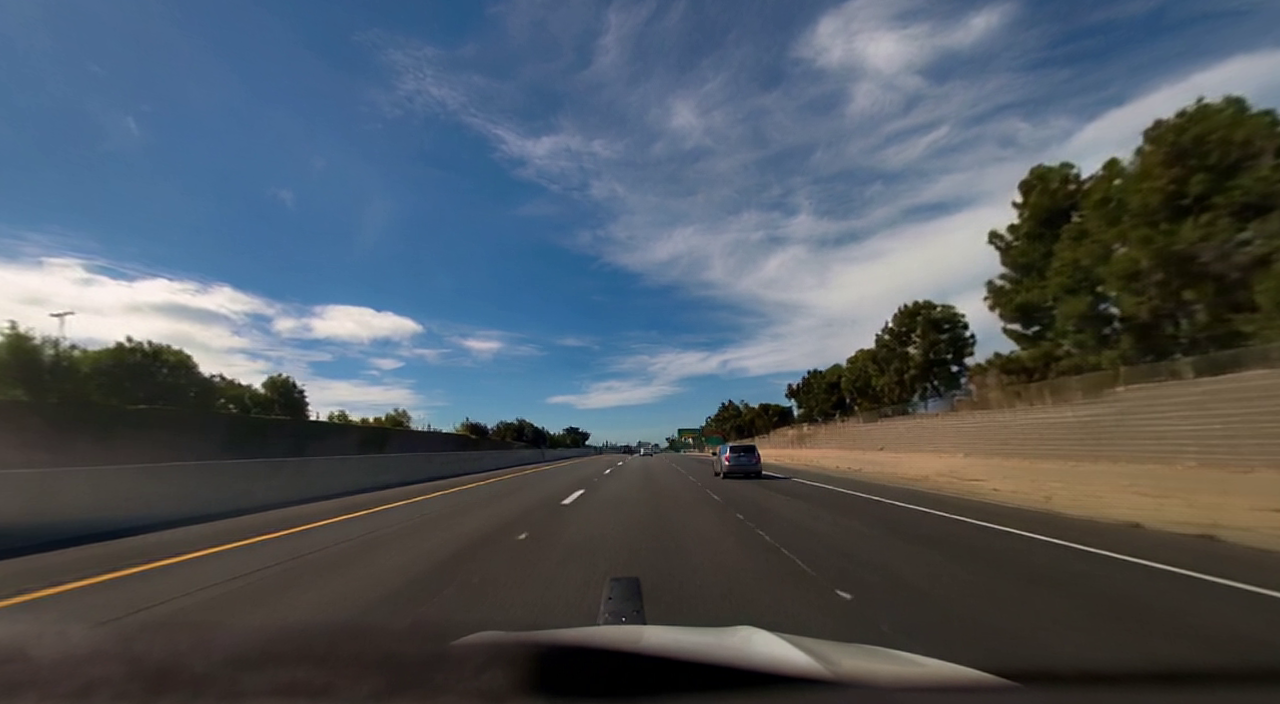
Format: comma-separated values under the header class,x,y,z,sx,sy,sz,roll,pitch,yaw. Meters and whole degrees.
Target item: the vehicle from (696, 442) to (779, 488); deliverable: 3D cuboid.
class,x,y,z,sx,sy,sz,roll,pitch,yaw
vehicle,3.365,4.005,22.701,2.193,1.462,4.533,0,-8,-1
